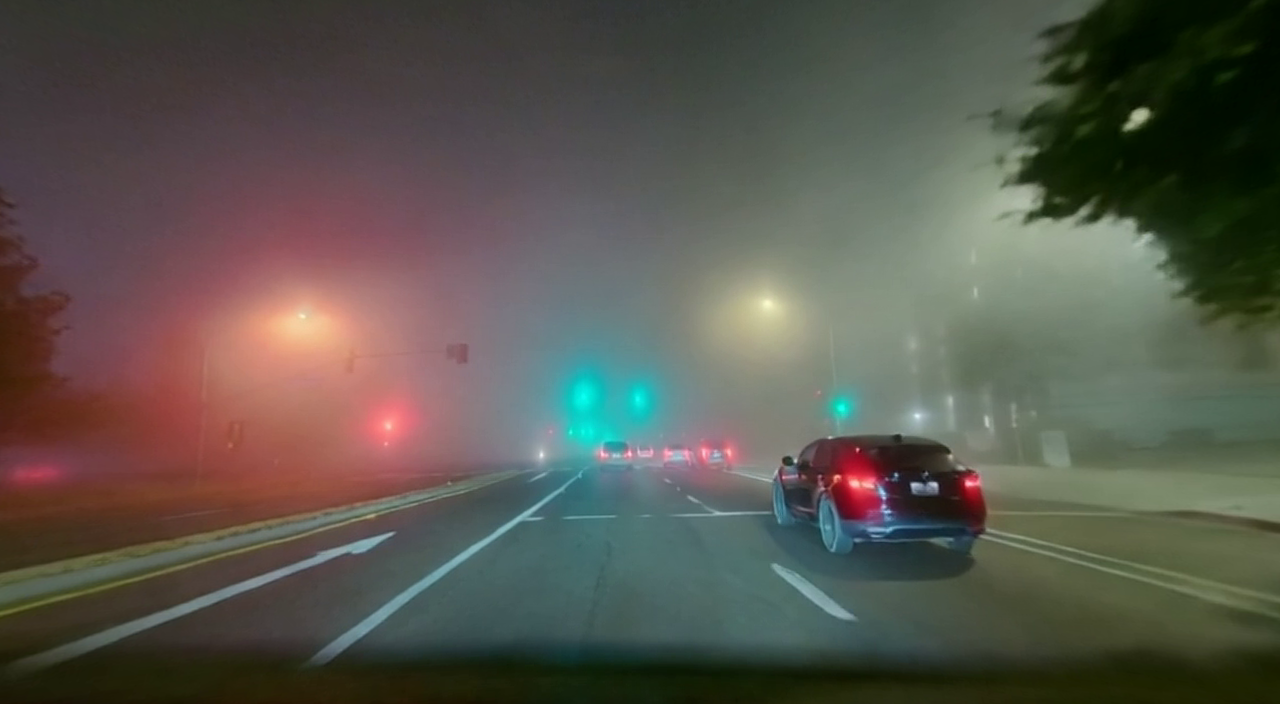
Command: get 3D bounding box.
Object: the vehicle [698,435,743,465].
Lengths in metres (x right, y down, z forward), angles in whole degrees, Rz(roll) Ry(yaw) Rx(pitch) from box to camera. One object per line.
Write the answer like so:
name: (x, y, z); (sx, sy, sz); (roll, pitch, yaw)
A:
vehicle: (5.373, 6.666, 43.069); (2.052, 1.886, 5.297); (1, -8, -4)

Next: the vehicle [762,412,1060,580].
vehicle: (3.197, 1.798, 8.759); (1.893, 1.664, 4.670); (1, -8, -2)

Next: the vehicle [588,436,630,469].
vehicle: (-1.680, 5.431, 34.251); (2.101, 1.641, 4.341); (1, -8, -2)
